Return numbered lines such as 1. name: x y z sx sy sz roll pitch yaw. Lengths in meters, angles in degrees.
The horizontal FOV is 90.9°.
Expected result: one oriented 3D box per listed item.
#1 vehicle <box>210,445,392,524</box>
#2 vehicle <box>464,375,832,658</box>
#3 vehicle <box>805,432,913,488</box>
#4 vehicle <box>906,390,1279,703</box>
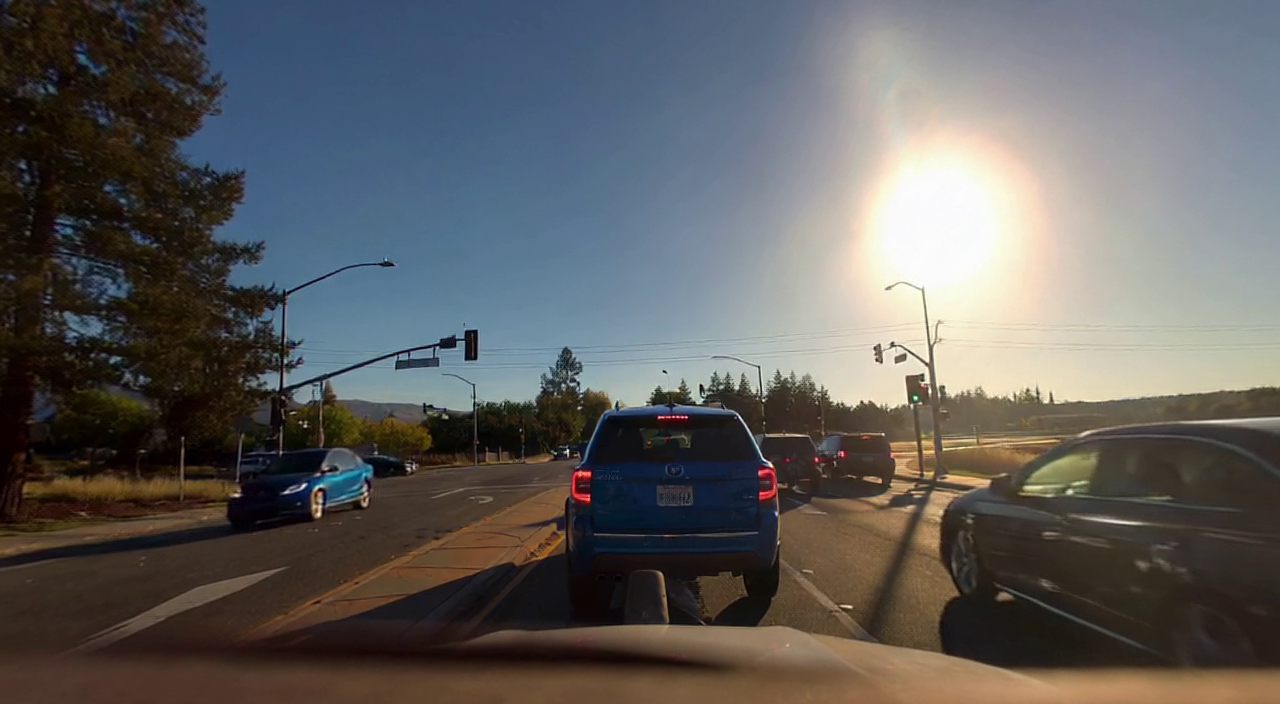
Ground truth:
1. vehicle: -8.238 3.198 15.959 2.026 1.680 4.608 0 -8 0
2. vehicle: 0.049 1.332 6.113 2.298 1.770 4.138 0 -8 0
3. vehicle: 7.125 3.550 21.046 2.012 1.636 4.352 0 -8 0
4. vehicle: 3.463 1.054 3.517 2.097 1.473 4.252 0 -8 0
